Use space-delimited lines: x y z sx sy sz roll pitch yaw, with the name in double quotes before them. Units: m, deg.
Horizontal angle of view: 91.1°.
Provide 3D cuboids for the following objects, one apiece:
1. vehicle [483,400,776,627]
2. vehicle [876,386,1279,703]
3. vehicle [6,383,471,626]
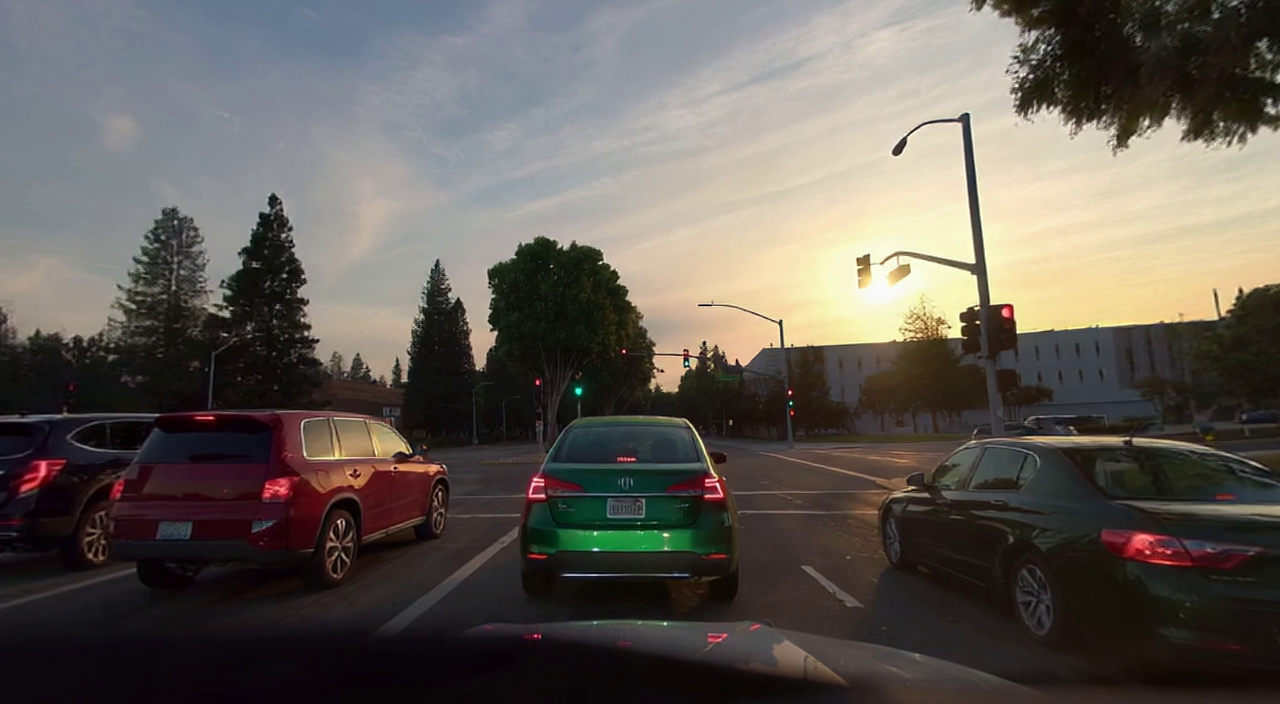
"vehicle" -0.054 1.400 6.302 2.047 1.579 3.642 0 -8 1
"vehicle" 3.584 1.199 4.601 2.010 1.486 4.498 0 -8 1
"vehicle" -3.556 1.427 6.849 2.014 1.755 4.360 0 -8 3
